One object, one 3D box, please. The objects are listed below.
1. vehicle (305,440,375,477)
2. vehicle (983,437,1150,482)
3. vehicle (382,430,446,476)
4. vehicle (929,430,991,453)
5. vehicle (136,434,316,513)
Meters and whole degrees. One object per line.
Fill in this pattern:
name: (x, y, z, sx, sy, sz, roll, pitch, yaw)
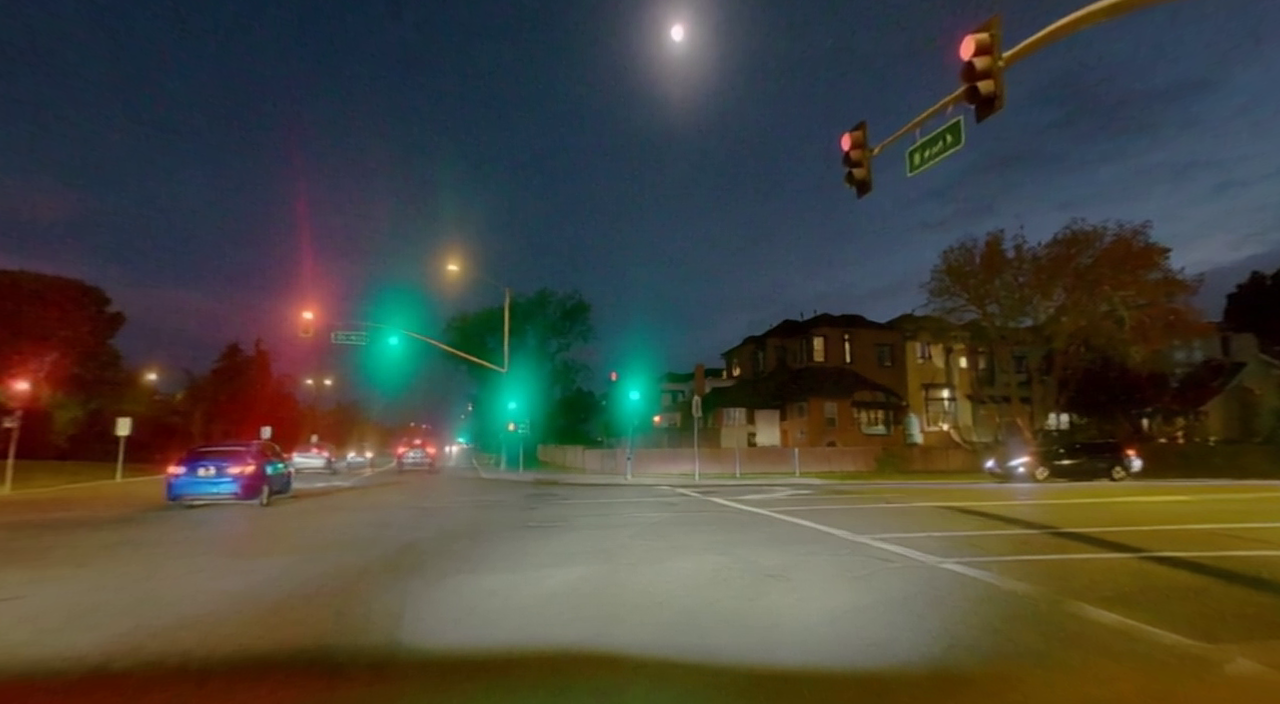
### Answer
vehicle: (-13.090, 4.652, 27.875, 1.934, 1.459, 4.368, 2, -9, -14)
vehicle: (14.427, 3.639, 21.561, 4.353, 1.431, 1.876, 0, -8, -2)
vehicle: (-10.252, 4.590, 29.005, 2.396, 1.881, 4.606, 2, -9, -15)
vehicle: (22.568, 6.346, 44.758, 1.905, 1.483, 4.322, -1, -8, -4)
vehicle: (-9.169, 2.670, 14.546, 1.977, 1.488, 4.741, 2, -9, -15)
